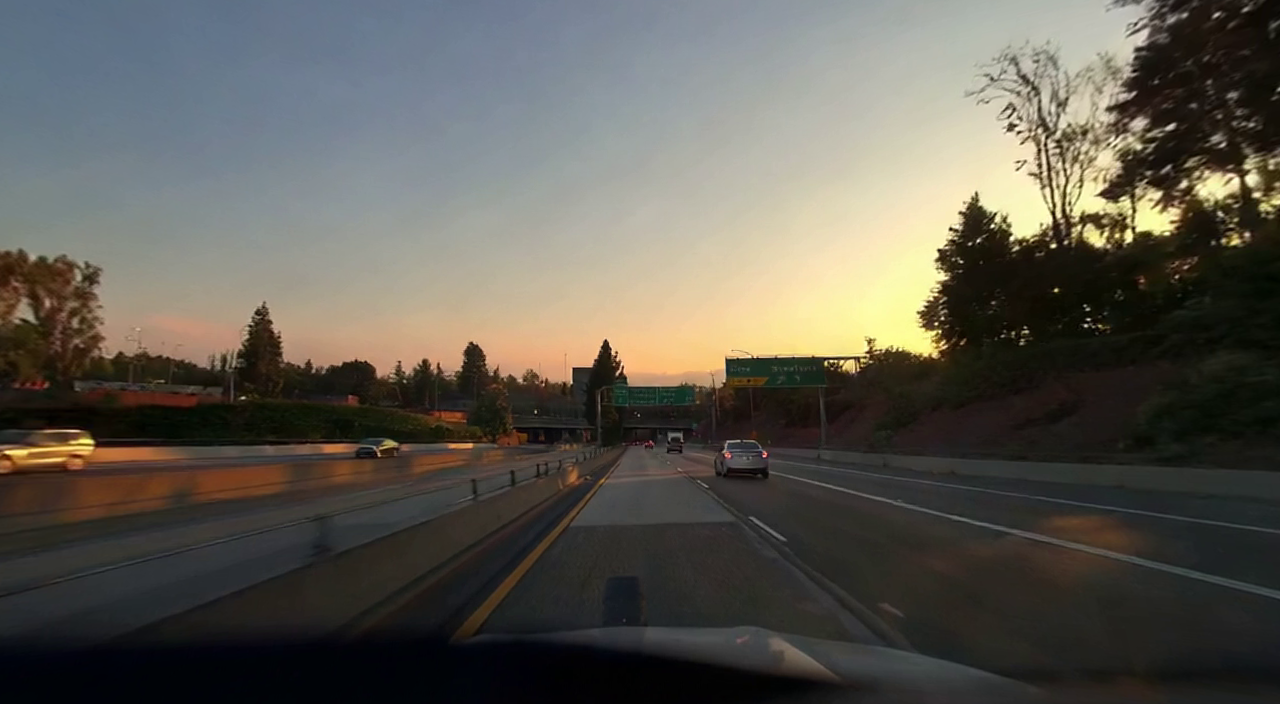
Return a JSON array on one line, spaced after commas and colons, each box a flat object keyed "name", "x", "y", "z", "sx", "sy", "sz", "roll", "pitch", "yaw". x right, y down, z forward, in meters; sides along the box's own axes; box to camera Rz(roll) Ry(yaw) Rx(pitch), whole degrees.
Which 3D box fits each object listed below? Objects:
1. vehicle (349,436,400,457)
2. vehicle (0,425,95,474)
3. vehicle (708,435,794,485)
[{"name": "vehicle", "x": -19.625, "y": 7.002, "z": 46.746, "sx": 1.938, "sy": 1.456, "sz": 4.255, "roll": 0, "pitch": -8, "yaw": 0}, {"name": "vehicle", "x": -20.050, "y": 3.094, "z": 20.086, "sx": 1.787, "sy": 1.459, "sz": 3.907, "roll": 0, "pitch": -8, "yaw": 0}, {"name": "vehicle", "x": 3.626, "y": 3.614, "z": 21.446, "sx": 2.091, "sy": 1.482, "sz": 4.522, "roll": 0, "pitch": -8, "yaw": 0}]
